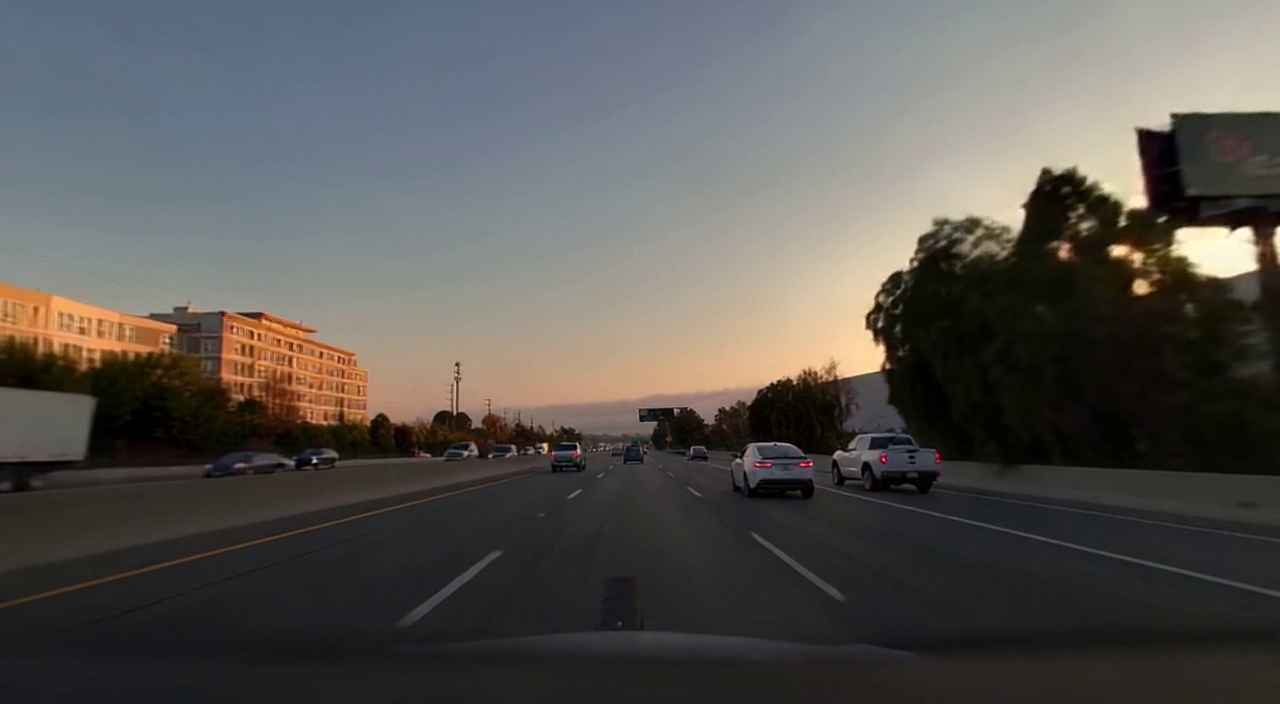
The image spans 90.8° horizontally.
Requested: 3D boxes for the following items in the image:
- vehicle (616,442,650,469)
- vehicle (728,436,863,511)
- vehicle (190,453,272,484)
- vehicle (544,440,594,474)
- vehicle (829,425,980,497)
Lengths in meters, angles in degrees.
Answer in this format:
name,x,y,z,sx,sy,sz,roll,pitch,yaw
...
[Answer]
name,x,y,z,sx,sy,sz,roll,pitch,yaw
vehicle,-0.463,7.011,42.962,2.191,1.685,4.015,0,-9,0
vehicle,3.475,2.825,15.141,1.987,1.509,4.512,0,-9,-1
vehicle,-21.473,6.116,33.374,1.879,1.461,3.650,0,-9,-1
vehicle,-3.864,5.840,35.349,2.256,1.756,4.745,0,-9,0
vehicle,7.400,3.133,18.391,2.176,1.793,4.841,0,-9,-2
